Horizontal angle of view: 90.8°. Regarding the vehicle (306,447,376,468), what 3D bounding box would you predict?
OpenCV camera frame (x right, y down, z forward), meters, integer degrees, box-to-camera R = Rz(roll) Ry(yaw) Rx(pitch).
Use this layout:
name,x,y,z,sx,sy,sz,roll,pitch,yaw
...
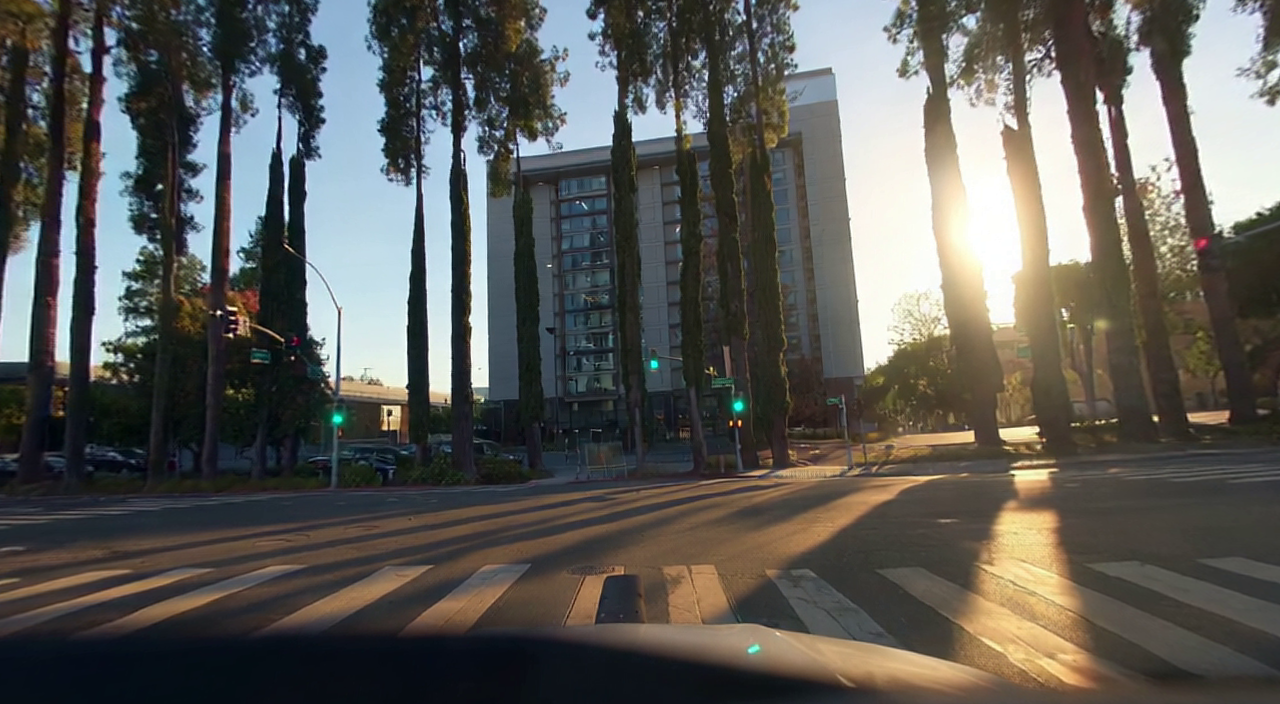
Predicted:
name,x,y,z,sx,sy,sz,roll,pitch,yaw
vehicle,-21.990,7.774,46.540,4.207,1.508,1.875,0,-9,2

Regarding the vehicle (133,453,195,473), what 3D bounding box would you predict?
name,x,y,z,sx,sy,sz,roll,pitch,yaw
vehicle,-36.442,8.474,48.482,1.709,1.410,3.945,0,-9,-2

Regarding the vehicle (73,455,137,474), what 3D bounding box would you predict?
name,x,y,z,sx,sy,sz,roll,pitch,yaw
vehicle,-41.355,8.682,48.942,1.651,1.379,3.787,0,-9,0

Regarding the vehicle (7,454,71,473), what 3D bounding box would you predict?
name,x,y,z,sx,sy,sz,roll,pitch,yaw
vehicle,-46.388,8.591,48.811,1.627,1.392,3.330,0,-9,-1
